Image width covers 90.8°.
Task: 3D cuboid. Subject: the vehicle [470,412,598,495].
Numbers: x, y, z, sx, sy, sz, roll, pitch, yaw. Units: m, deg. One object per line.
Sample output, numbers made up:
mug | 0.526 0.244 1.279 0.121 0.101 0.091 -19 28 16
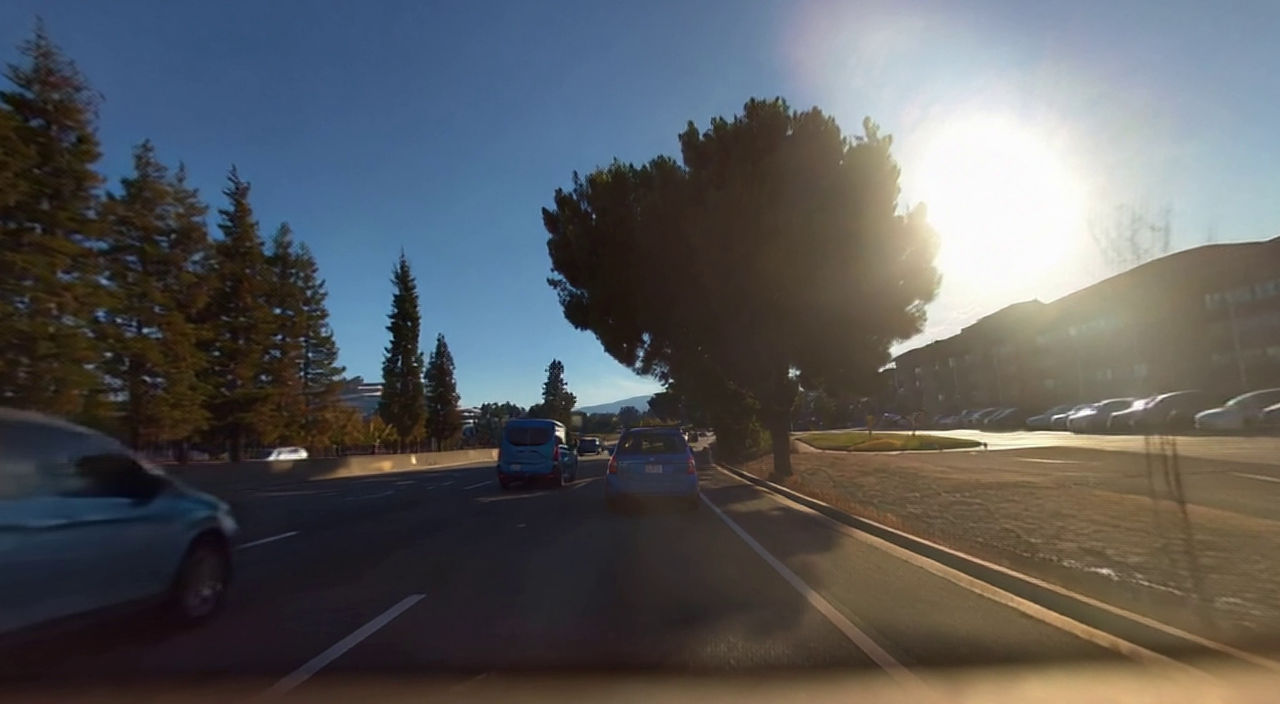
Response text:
vehicle | -2.880 2.995 18.823 2.486 2.074 5.456 -1 -9 4

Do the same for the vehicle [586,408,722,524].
vehicle | 0.307 2.139 12.279 2.173 1.830 4.189 0 -9 2

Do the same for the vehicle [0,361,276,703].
vehicle | -3.937 0.881 2.647 2.116 1.714 4.757 0 -9 -2
